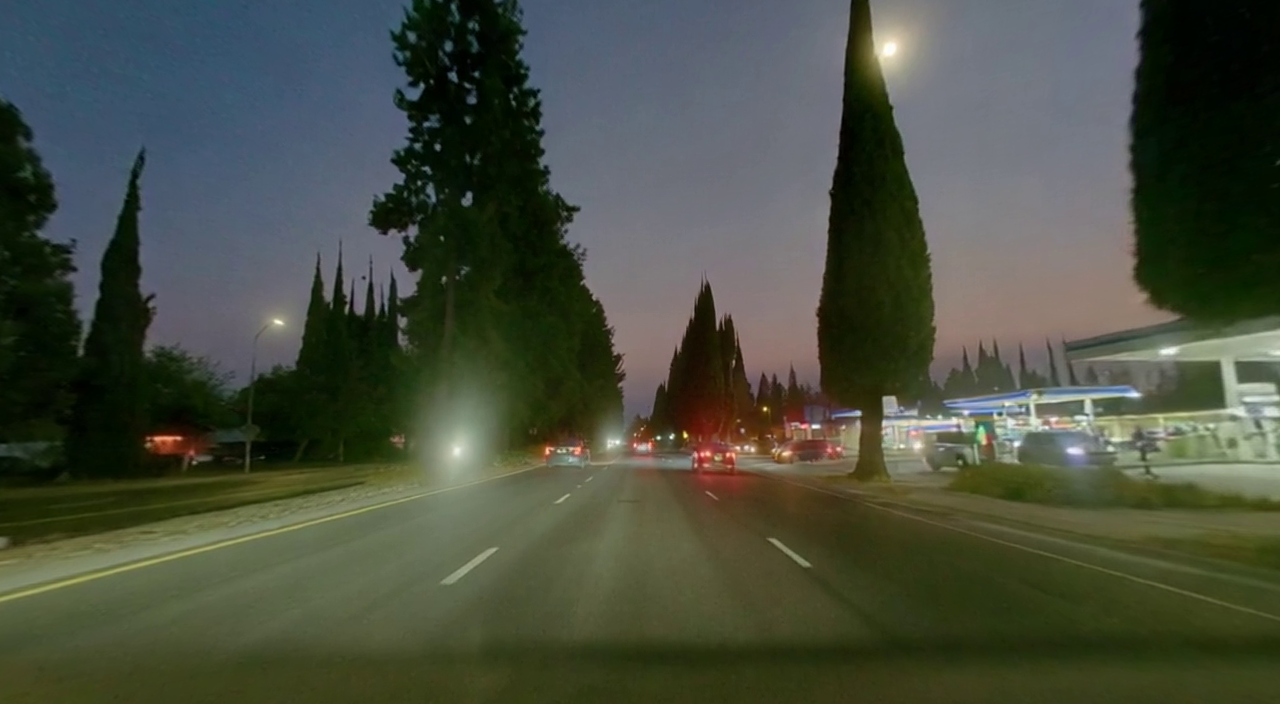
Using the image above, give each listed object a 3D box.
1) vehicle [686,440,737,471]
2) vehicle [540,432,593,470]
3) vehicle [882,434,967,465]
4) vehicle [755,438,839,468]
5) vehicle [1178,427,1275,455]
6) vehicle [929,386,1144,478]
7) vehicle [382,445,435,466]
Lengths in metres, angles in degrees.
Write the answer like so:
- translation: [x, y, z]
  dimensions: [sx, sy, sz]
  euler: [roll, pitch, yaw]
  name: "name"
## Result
- translation: [3.575, 5.306, 32.468]
  dimensions: [2.010, 1.486, 4.498]
  euler: [0, -8, -1]
  name: "vehicle"
- translation: [-3.571, 4.936, 31.472]
  dimensions: [2.051, 1.747, 4.370]
  euler: [0, -8, 1]
  name: "vehicle"
- translation: [17.038, 5.862, 37.883]
  dimensions: [4.107, 1.487, 1.937]
  euler: [-5, -7, 2]
  name: "vehicle"
- translation: [9.618, 6.190, 38.890]
  dimensions: [4.526, 1.768, 2.056]
  euler: [1, -9, -9]
  name: "vehicle"
- translation: [42.712, 6.572, 46.061]
  dimensions: [1.863, 1.744, 4.904]
  euler: [-5, -9, -8]
  name: "vehicle"
- translation: [15.548, 3.371, 25.851]
  dimensions: [3.133, 3.133, 8.198]
  euler: [0, -9, -2]
  name: "vehicle"
- translation: [-18.033, 8.011, 48.945]
  dimensions: [4.437, 1.478, 1.839]
  euler: [-7, -11, 40]
  name: "vehicle"
